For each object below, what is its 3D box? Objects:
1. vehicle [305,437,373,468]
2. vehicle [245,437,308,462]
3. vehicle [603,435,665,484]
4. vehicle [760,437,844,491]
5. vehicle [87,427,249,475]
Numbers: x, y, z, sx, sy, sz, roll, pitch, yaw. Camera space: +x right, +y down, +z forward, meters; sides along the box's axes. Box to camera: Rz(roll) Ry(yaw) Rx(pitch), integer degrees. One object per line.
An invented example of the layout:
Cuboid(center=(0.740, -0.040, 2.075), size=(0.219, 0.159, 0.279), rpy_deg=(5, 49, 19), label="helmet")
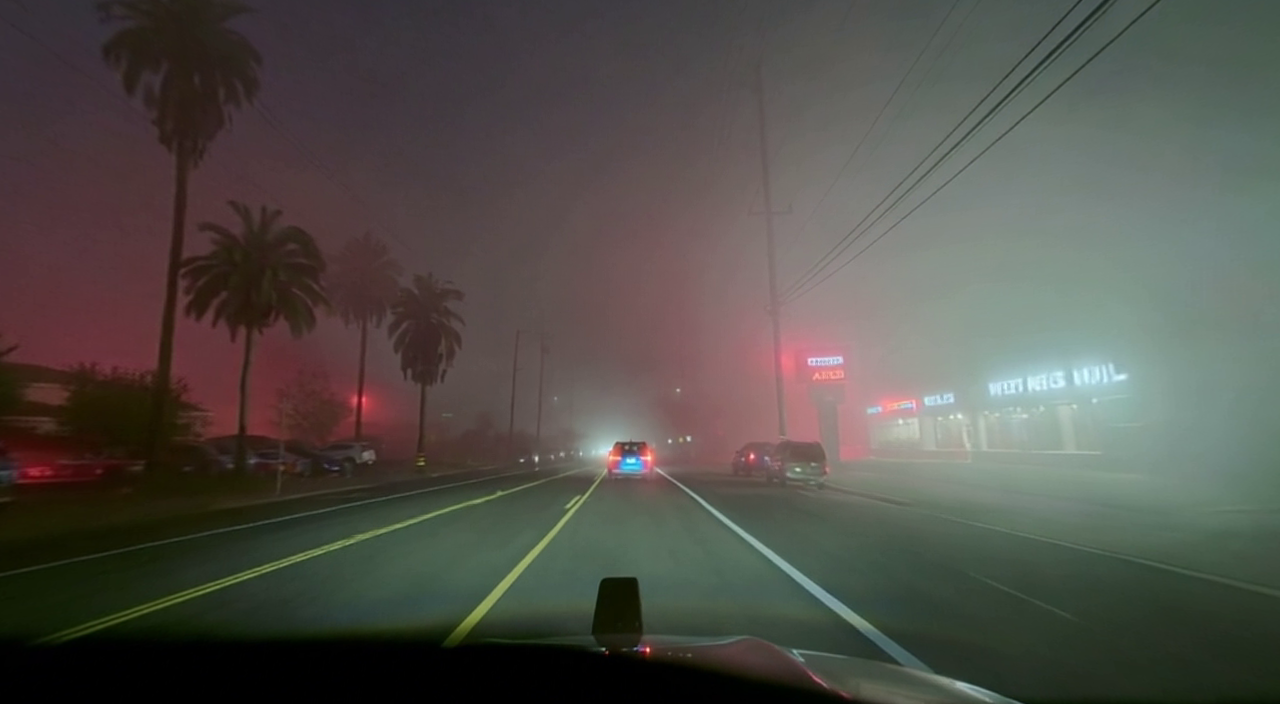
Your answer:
Cuboid(center=(-17.649, 5.894, 37.151), size=(2.084, 1.678, 4.707), rpy_deg=(1, -9, -6), label="vehicle")
Cuboid(center=(-22.954, 6.168, 39.927), size=(1.829, 1.492, 4.487), rpy_deg=(1, -9, -8), label="vehicle")
Cuboid(center=(-0.238, 4.315, 25.603), size=(2.264, 1.798, 4.563), rpy_deg=(0, -9, -1), label="vehicle")
Cuboid(center=(5.929, 4.151, 23.623), size=(1.945, 1.791, 4.460), rpy_deg=(0, -9, 0), label="vehicle")
Cuboid(center=(-19.058, 4.001, 25.577), size=(4.976, 1.741, 1.986), rpy_deg=(7, -11, -40), label="vehicle")
